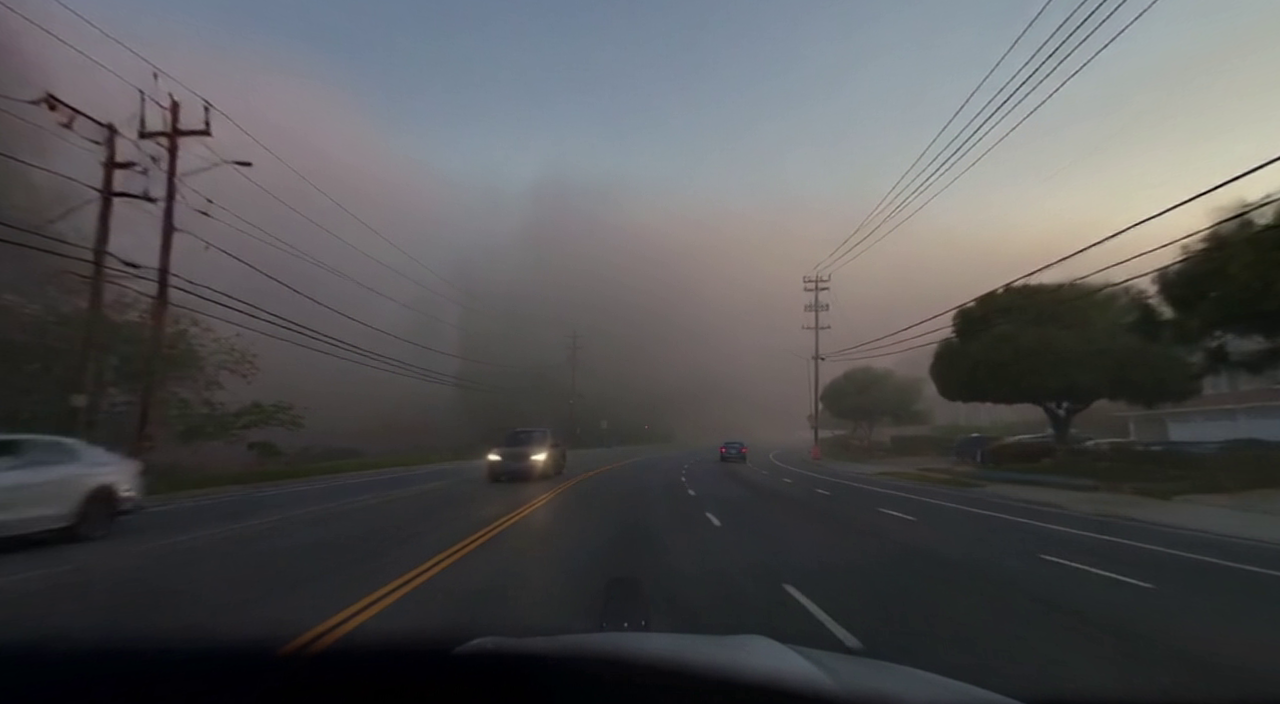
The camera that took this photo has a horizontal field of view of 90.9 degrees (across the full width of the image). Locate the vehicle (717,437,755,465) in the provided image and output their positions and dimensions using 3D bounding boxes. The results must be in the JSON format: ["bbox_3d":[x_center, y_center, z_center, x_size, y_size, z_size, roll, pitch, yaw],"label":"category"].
[{"bbox_3d":[5.373,5.583,35.666,1.982,1.451,4.152,-1,-9,7],"label":"vehicle"}]

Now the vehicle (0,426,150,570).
[{"bbox_3d":[-7.643,1.443,6.033,2.019,1.476,4.786,0,-9,0],"label":"vehicle"}]

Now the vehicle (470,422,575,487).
[{"bbox_3d":[-3.539,3.247,20.114,2.191,1.771,4.981,-1,-9,3],"label":"vehicle"}]
